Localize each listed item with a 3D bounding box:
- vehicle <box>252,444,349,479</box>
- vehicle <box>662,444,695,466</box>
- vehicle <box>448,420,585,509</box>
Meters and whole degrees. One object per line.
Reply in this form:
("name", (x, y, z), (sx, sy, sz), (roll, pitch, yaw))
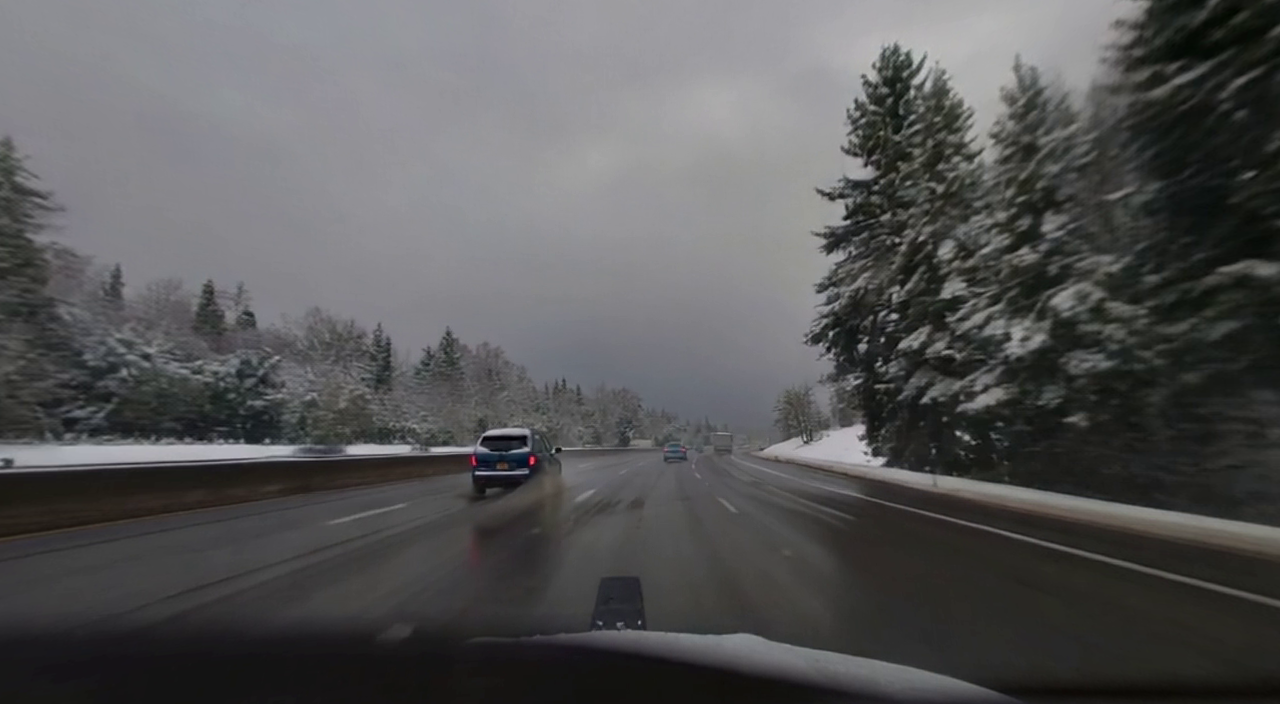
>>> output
("vehicle", (-15.708, 5.066, 29.481), (1.907, 1.454, 4.406), (0, -8, 3))
("vehicle", (2.650, 7.057, 43.387), (2.158, 1.458, 3.656), (-1, -9, 4))
("vehicle", (-2.796, 2.721, 15.636), (2.185, 1.823, 4.854), (0, -9, 3))
